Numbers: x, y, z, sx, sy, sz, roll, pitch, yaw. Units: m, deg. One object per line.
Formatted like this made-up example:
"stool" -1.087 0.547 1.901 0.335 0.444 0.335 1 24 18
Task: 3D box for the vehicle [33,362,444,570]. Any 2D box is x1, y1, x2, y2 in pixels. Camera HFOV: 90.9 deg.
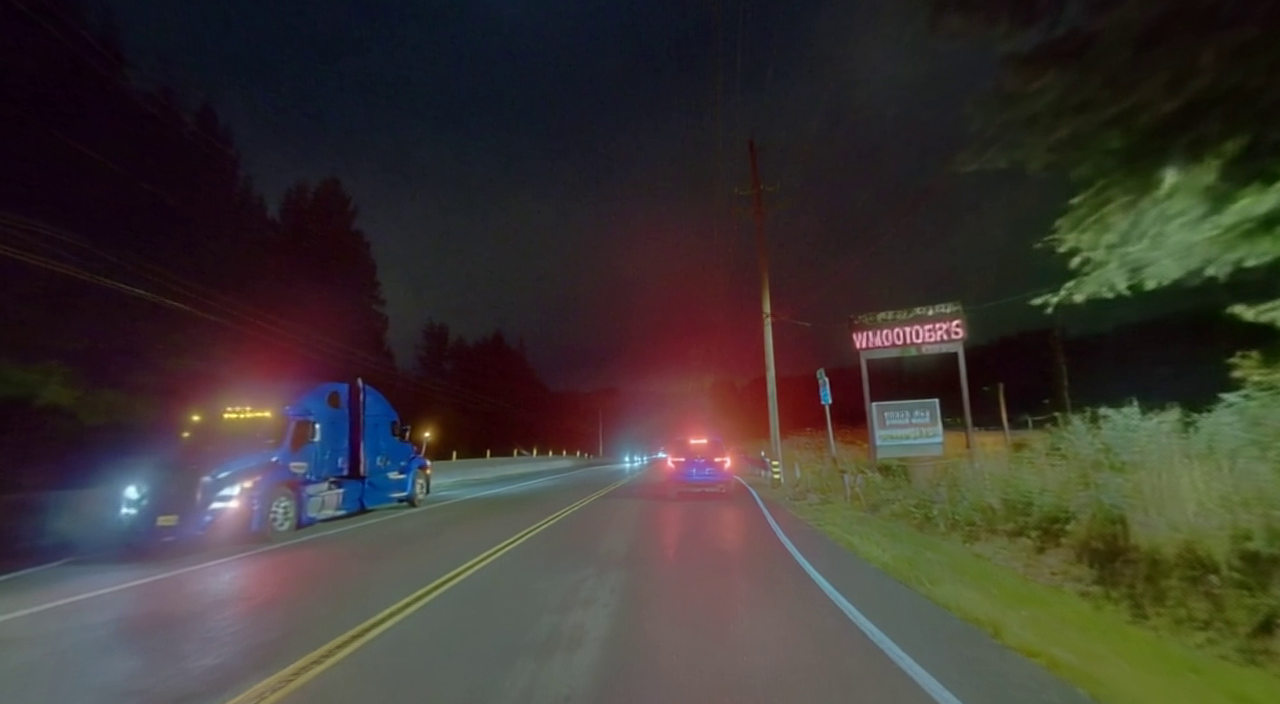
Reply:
"vehicle" -7.893 2.201 14.094 3.395 3.071 7.634 -7 -6 9

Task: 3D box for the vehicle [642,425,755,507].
"vehicle" 1.216 2.415 13.714 2.081 1.503 3.726 -1 -8 4
